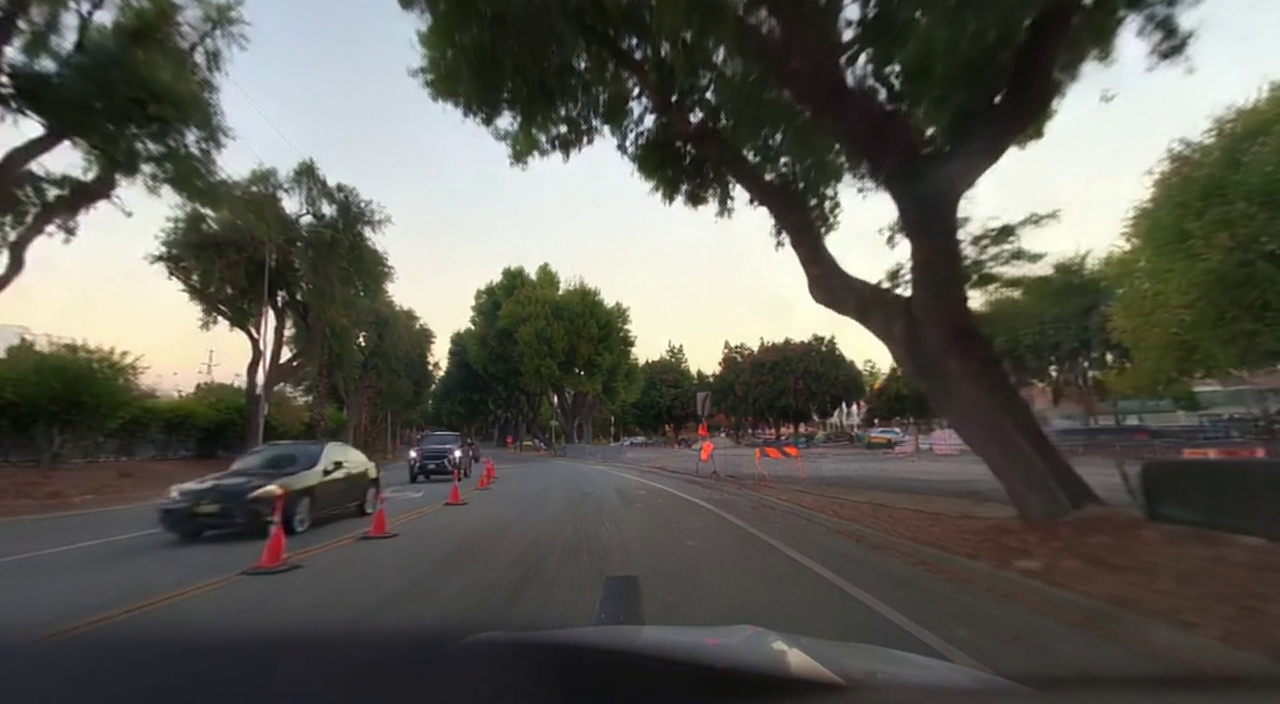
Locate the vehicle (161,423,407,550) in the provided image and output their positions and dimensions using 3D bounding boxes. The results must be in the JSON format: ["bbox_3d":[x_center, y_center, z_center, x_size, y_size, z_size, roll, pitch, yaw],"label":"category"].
[{"bbox_3d":[-6.069,2.298,11.580,2.019,1.840,4.437,0,-8,-2],"label":"vehicle"}]

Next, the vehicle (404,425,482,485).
[{"bbox_3d":[-7.758,4.076,25.330,2.260,2.162,4.555,1,-8,-9],"label":"vehicle"}]
